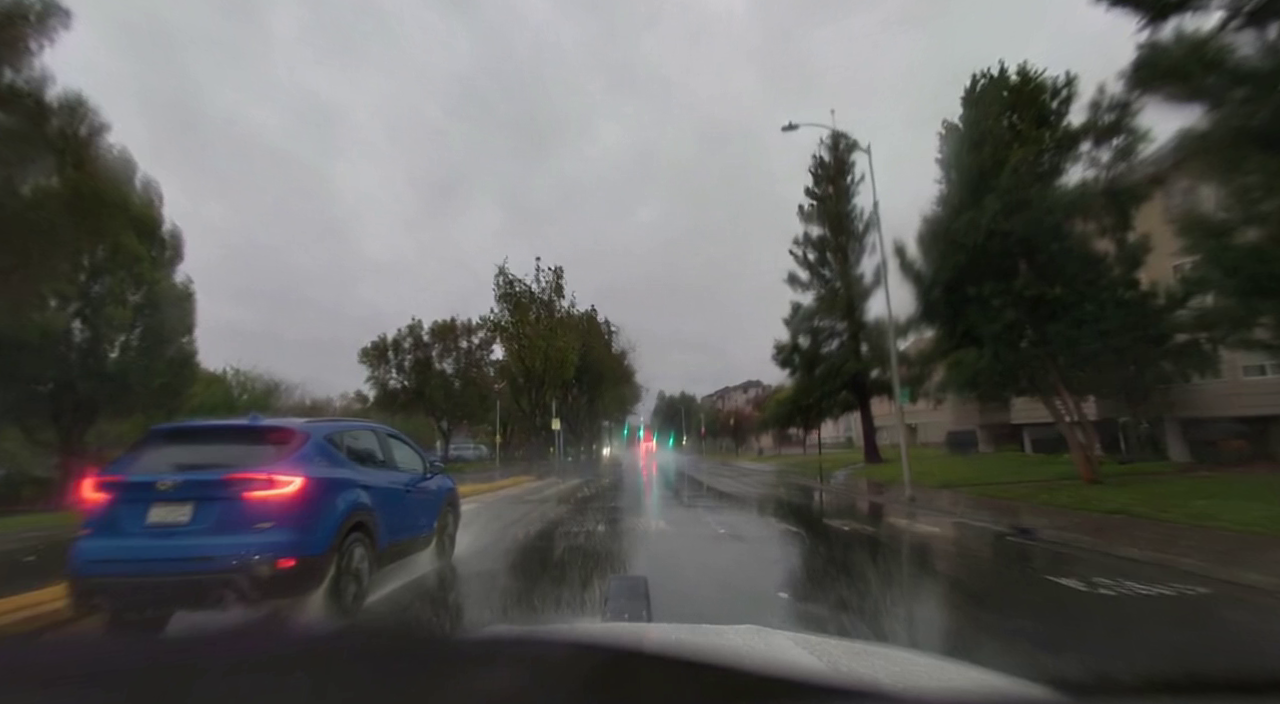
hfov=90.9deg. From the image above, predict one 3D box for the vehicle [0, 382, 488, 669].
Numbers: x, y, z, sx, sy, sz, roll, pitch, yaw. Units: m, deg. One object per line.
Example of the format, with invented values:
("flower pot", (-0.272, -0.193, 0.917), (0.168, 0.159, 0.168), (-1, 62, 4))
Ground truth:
("vehicle", (-3.257, 1.460, 6.552), (2.251, 1.800, 4.959), (0, -8, -2))
